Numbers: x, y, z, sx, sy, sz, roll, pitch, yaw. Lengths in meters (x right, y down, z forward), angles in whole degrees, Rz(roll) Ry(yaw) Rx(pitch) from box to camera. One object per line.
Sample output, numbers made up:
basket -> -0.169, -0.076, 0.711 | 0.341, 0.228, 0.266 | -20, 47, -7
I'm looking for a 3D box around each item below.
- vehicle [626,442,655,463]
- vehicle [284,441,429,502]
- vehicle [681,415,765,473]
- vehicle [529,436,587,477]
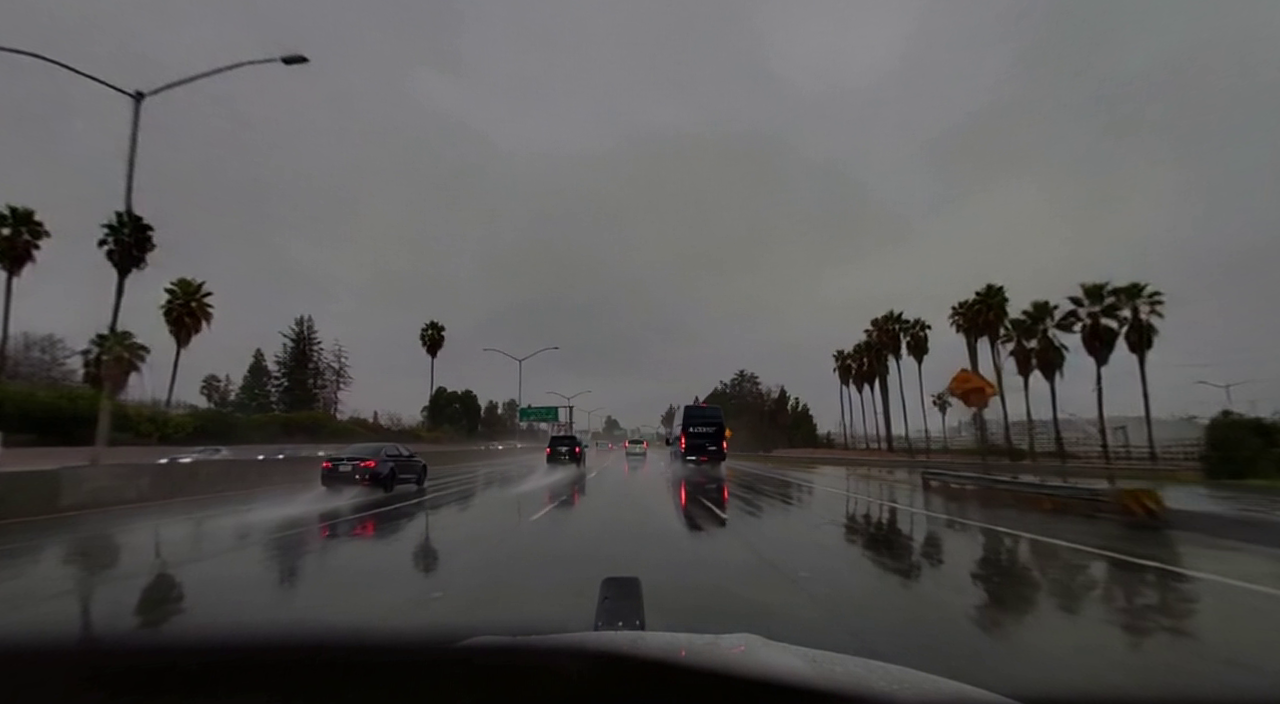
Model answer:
vehicle -> 0.059, 7.432, 46.738 | 2.085, 1.507, 4.096 | 0, -9, 0
vehicle -> -7.731, 3.297, 17.772 | 2.050, 1.487, 4.372 | 0, -9, 0
vehicle -> 4.256, 5.319, 36.169 | 2.891, 2.596, 15.534 | 0, -9, 1
vehicle -> -3.606, 4.670, 28.289 | 2.017, 1.683, 4.094 | 0, -9, 0
